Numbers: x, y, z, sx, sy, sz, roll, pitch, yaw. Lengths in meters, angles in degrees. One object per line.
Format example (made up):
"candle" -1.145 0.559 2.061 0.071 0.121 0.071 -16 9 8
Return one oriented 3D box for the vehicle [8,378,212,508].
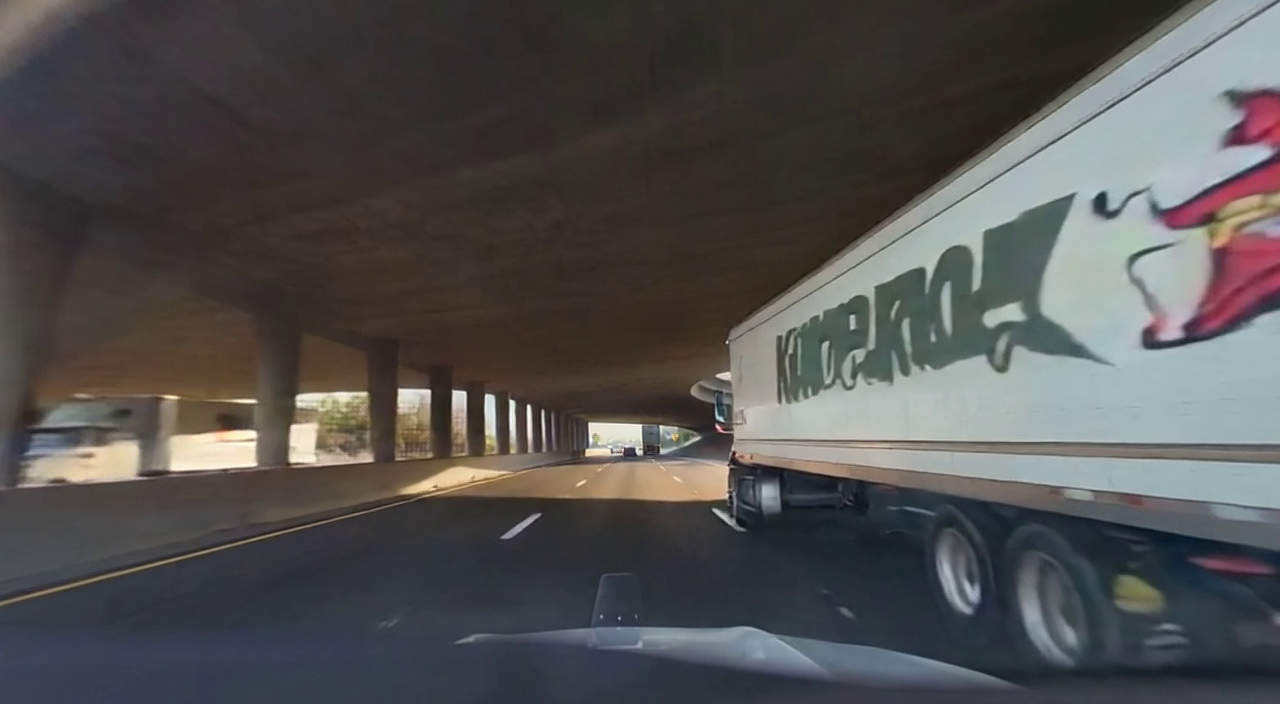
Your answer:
"vehicle" -20.821 3.673 25.306 2.968 4.613 5.614 0 -9 0
